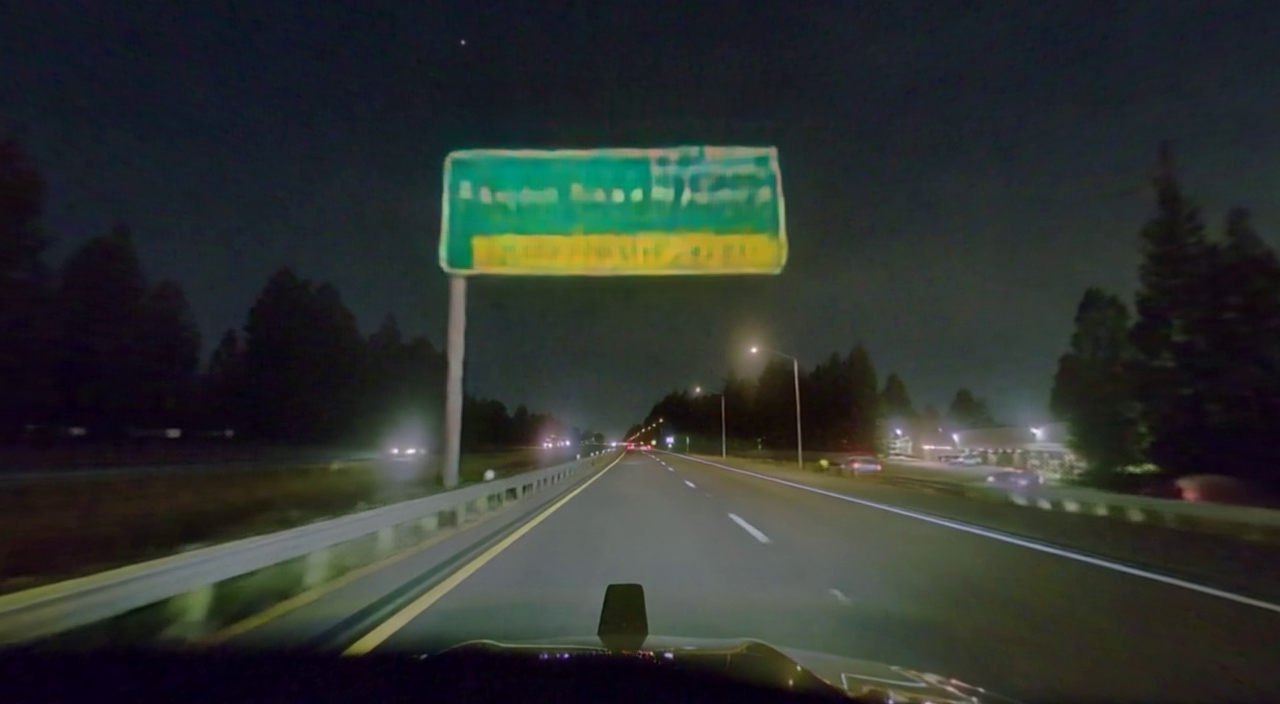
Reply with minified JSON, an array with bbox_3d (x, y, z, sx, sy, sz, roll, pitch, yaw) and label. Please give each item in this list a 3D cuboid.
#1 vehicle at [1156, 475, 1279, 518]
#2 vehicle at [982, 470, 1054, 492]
[{"bbox_3d":[29.184,7.149,31.492,4.895,1.819,2.060,-5,-10,32],"label":"vehicle"},{"bbox_3d":[28.822,9.833,48.257,4.599,1.466,1.982,-4,-9,28],"label":"vehicle"}]
